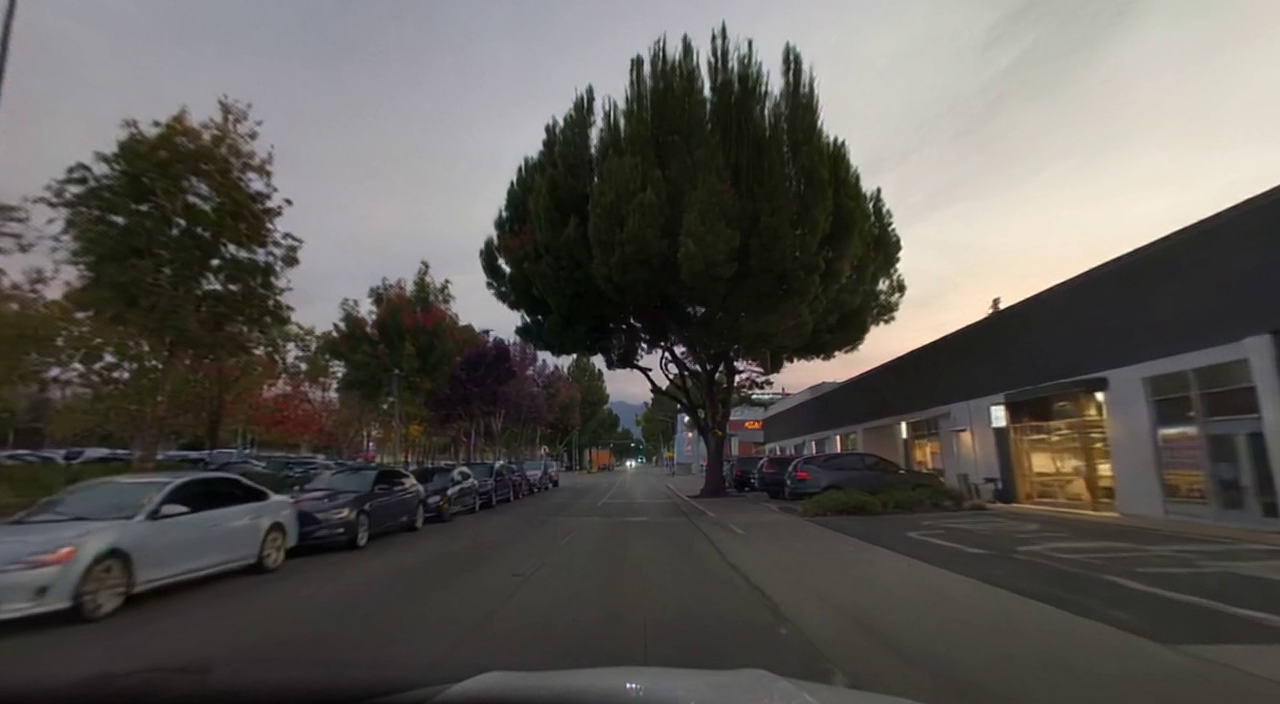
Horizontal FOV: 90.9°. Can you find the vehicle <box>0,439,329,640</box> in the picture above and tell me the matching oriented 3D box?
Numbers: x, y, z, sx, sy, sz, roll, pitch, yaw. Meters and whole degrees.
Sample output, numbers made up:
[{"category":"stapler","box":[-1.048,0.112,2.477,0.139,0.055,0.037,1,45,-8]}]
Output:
[{"category":"vehicle","box":[-5.733,1.952,7.462,1.832,1.623,4.424,1,-11,-1]}]

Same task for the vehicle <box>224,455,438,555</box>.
[{"category":"vehicle","box":[-5.664,2.864,12.297,1.939,1.565,4.185,0,-11,2]}]

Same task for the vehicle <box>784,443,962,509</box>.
[{"category":"vehicle","box":[6.414,3.476,17.732,4.193,1.665,1.924,1,-11,-1]}]
